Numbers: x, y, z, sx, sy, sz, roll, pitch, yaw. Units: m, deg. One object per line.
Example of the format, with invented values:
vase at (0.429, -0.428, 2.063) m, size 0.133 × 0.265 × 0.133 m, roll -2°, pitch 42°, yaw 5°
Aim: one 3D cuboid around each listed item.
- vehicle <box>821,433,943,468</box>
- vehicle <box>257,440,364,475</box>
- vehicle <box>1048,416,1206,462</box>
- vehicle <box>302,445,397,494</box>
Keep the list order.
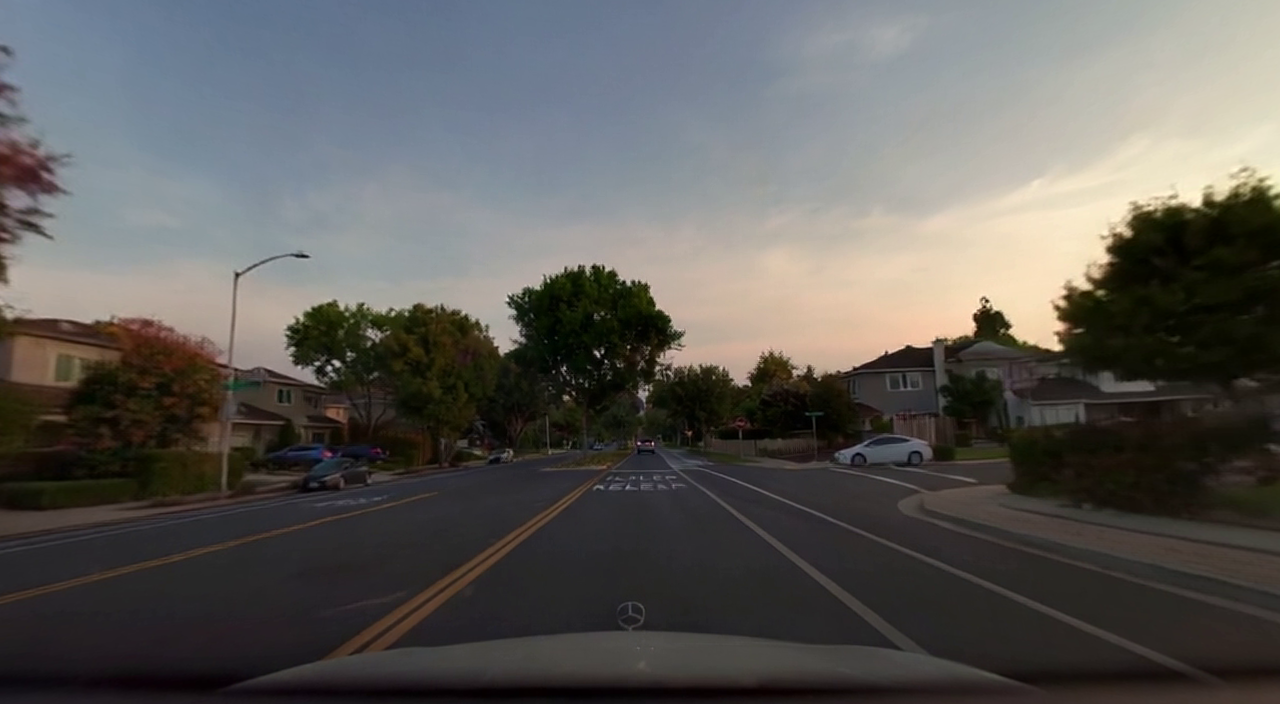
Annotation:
vehicle at (10.923, 4.505, 28.873) m, size 4.818 × 1.525 × 2.163 m, roll -2°, pitch -8°, yaw 9°
vehicle at (-19.652, 6.285, 37.804) m, size 4.969 × 1.995 × 2.462 m, roll 0°, pitch -8°, yaw 0°
vehicle at (20.842, 3.778, 27.199) m, size 4.754 × 1.844 × 2.272 m, roll -1°, pitch -8°, yaw 5°
vehicle at (-12.501, 5.036, 27.435) m, size 1.965 × 1.653 × 4.488 m, roll -3°, pitch -6°, yaw 1°
